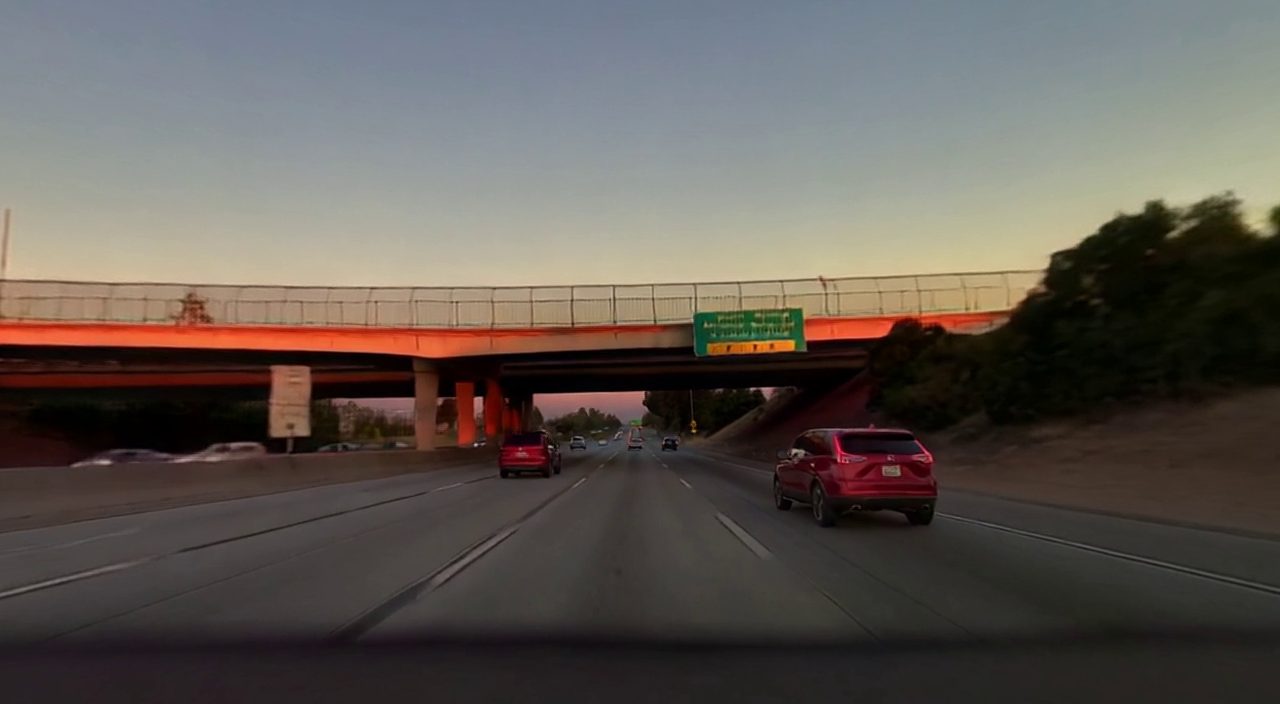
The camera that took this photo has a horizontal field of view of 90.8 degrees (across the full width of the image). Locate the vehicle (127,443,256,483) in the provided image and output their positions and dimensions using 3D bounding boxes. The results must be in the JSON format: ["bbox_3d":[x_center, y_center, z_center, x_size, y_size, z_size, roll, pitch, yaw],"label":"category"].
[{"bbox_3d":[-18.603,4.607,26.551,1.915,1.518,4.778,0,-9,0],"label":"vehicle"}]

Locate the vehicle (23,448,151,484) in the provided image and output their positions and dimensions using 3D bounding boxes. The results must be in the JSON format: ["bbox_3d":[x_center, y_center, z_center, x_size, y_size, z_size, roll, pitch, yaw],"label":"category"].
[{"bbox_3d":[-26.160,5.389,30.140,1.986,1.567,4.535,0,-9,0],"label":"vehicle"}]

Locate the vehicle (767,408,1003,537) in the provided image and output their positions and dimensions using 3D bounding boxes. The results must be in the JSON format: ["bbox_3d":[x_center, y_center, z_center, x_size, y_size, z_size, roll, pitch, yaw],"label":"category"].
[{"bbox_3d":[3.809,1.992,10.954,2.185,1.749,4.477,0,-9,-1],"label":"vehicle"}]

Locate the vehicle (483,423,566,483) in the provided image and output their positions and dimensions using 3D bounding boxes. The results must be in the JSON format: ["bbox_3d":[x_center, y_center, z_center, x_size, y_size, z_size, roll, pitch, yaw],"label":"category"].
[{"bbox_3d":[-3.933,3.569,22.385,2.018,1.872,4.728,0,-9,0],"label":"vehicle"}]
